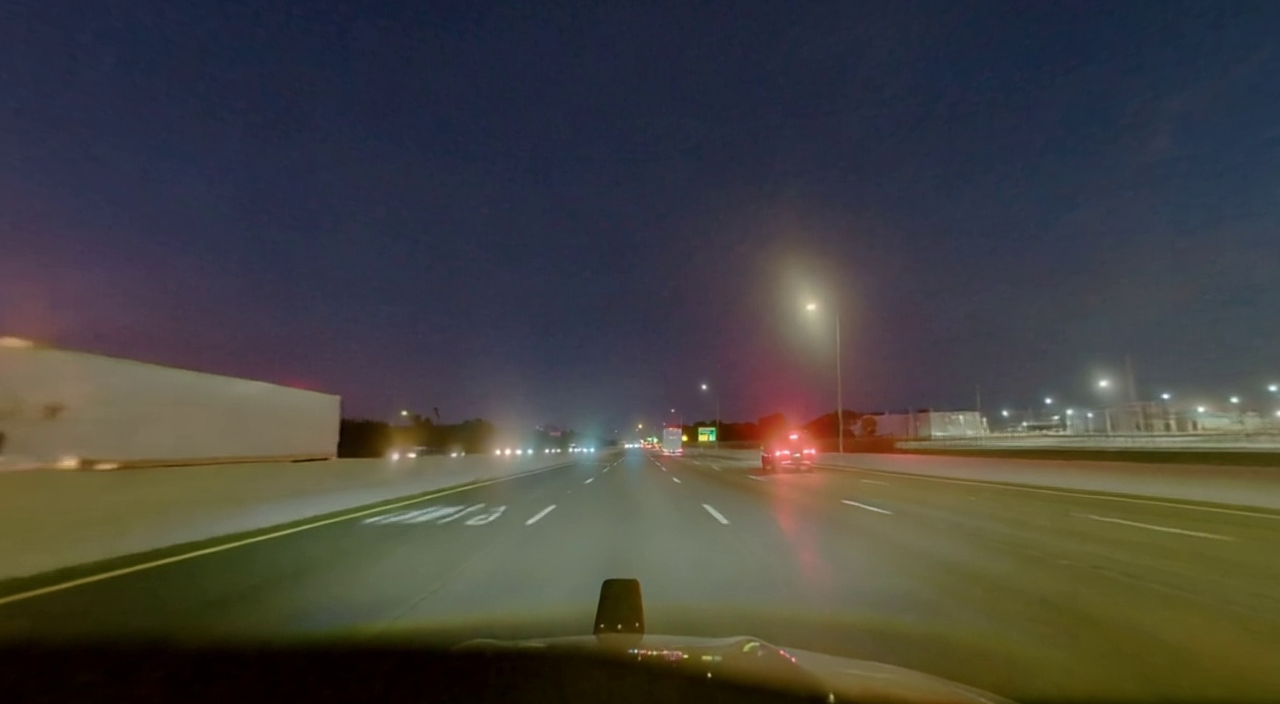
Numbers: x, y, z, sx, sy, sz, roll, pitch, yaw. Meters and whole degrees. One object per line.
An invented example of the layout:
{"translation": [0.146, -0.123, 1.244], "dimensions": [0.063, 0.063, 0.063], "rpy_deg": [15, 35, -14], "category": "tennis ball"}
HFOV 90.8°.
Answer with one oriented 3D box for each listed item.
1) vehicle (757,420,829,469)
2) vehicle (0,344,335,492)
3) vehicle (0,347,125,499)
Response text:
{"translation": [11.105, 6.910, 47.027], "dimensions": [2.912, 3.293, 9.588], "rpy_deg": [0, -9, 0], "category": "vehicle"}
{"translation": [-17.343, 2.930, 24.662], "dimensions": [3.059, 3.950, 15.669], "rpy_deg": [0, -9, 0], "category": "vehicle"}
{"translation": [-17.471, 1.668, 15.047], "dimensions": [3.000, 3.731, 8.444], "rpy_deg": [0, -9, 1], "category": "vehicle"}
